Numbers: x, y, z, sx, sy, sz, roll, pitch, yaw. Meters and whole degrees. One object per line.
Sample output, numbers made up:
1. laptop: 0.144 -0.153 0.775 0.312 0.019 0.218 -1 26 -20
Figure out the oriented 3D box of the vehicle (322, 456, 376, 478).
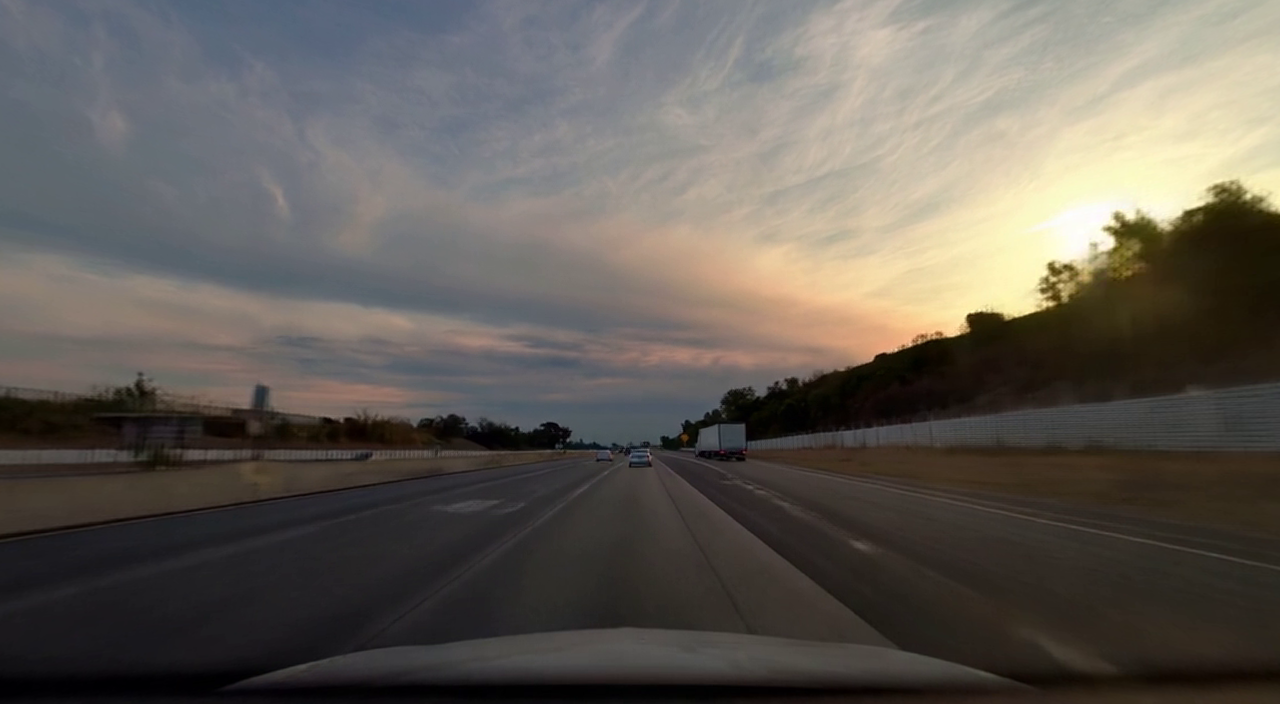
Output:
1. vehicle: -20.398 8.069 44.399 1.920 1.418 3.923 0 -9 0
